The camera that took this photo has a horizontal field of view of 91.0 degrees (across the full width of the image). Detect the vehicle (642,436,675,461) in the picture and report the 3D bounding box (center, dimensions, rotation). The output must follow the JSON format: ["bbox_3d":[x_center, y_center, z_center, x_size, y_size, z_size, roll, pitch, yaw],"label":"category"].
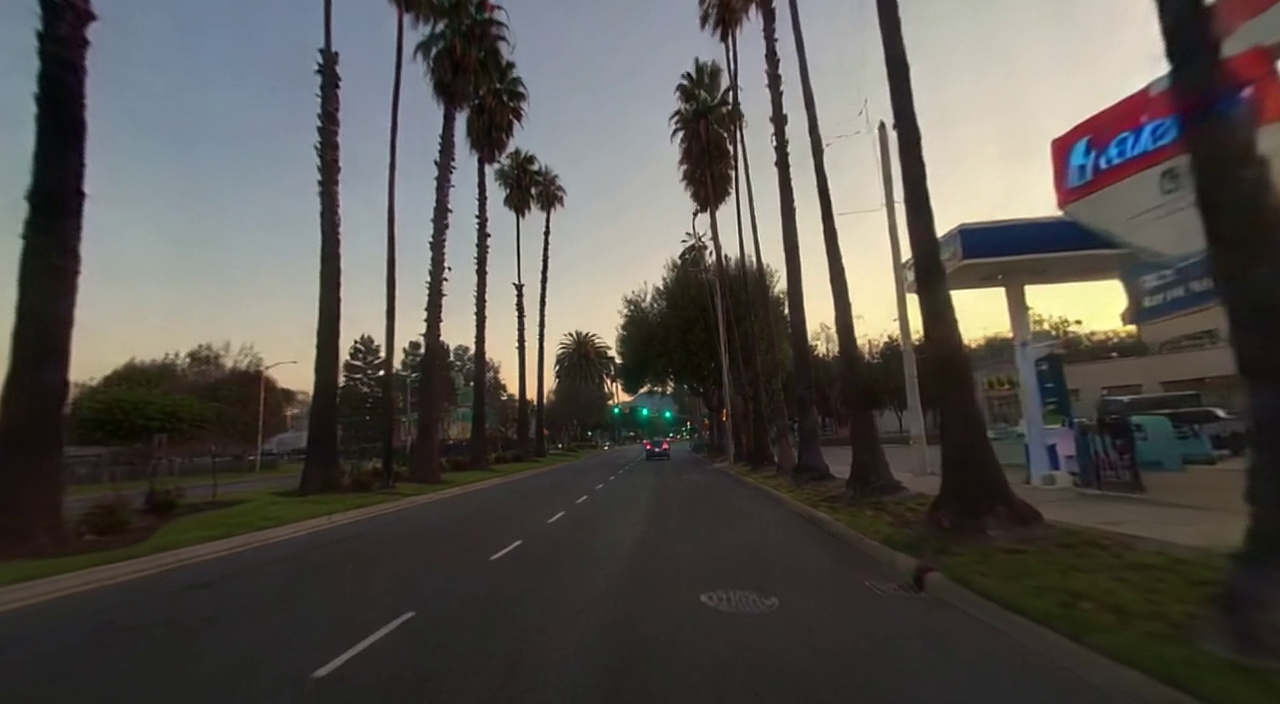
[{"bbox_3d":[1.229,6.247,40.963,2.050,1.509,4.148,0,-8,2],"label":"vehicle"}]
